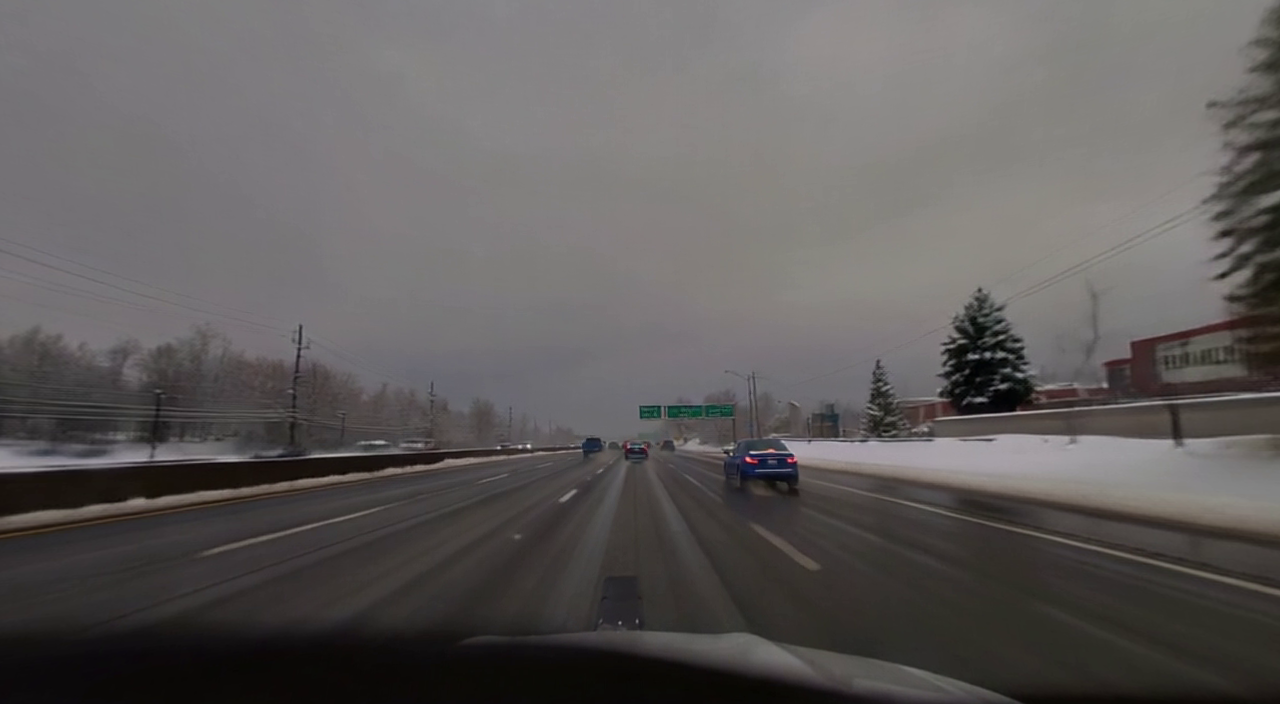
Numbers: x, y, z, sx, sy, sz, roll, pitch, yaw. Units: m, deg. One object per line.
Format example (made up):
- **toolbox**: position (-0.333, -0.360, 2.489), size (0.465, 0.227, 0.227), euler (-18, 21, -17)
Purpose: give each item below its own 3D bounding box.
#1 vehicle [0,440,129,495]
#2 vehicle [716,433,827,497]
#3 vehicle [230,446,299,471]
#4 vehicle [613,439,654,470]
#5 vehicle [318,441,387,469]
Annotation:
- **vehicle**: position (-19.854, 3.709, 20.642), size (2.306, 1.598, 4.570), euler (0, -8, 0)
- **vehicle**: position (3.489, 3.082, 17.654), size (1.995, 1.533, 4.463), euler (0, -8, -2)
- **vehicle**: position (-24.128, 6.842, 40.623), size (1.737, 1.526, 4.417), euler (0, -9, 0)
- **vehicle**: position (-0.381, 5.356, 33.061), size (2.019, 1.472, 3.971), euler (0, -8, -1)
- **vehicle**: position (-17.113, 6.136, 37.684), size (1.953, 1.515, 4.452), euler (0, -8, 1)
